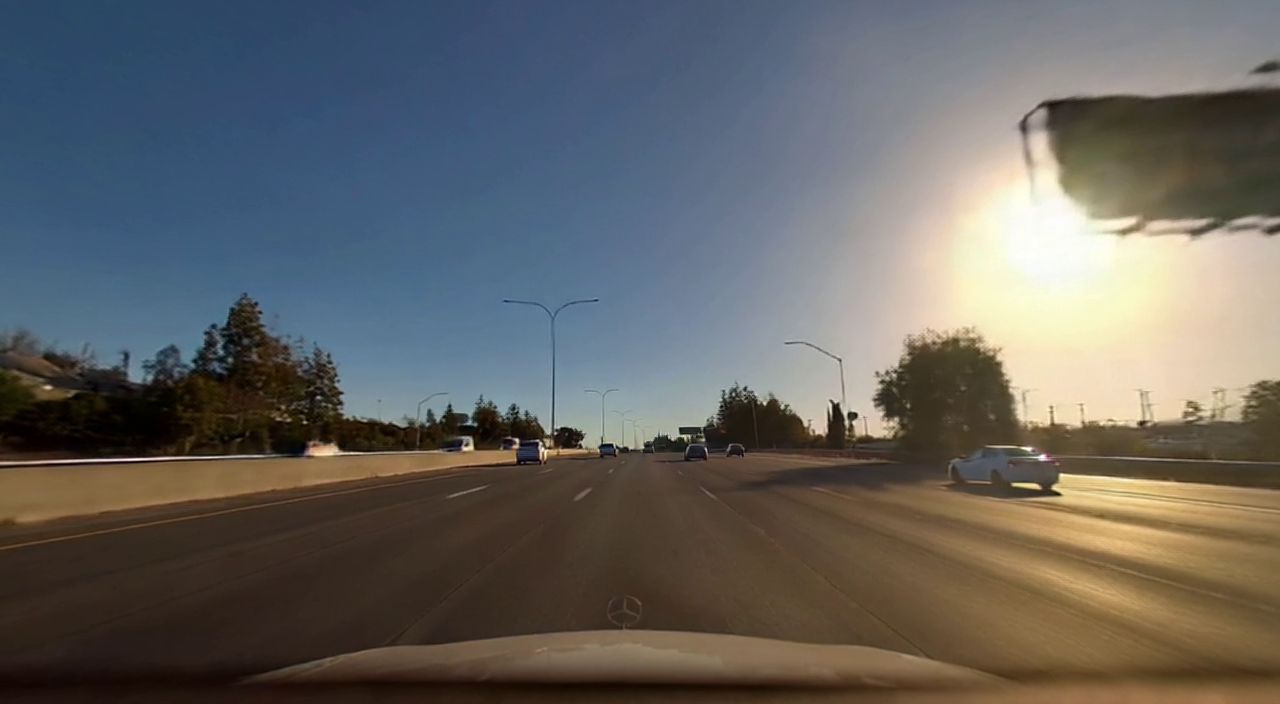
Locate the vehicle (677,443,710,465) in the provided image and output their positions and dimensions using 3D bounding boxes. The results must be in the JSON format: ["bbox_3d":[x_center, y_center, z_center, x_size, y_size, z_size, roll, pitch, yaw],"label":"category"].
[{"bbox_3d":[3.657,7.025,43.242,1.950,1.453,3.378,0,-9,-1],"label":"vehicle"}]

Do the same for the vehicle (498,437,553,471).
[{"bbox_3d":[-6.300,5.664,35.066,2.091,1.746,4.437,0,-9,1],"label":"vehicle"}]

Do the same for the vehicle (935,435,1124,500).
[{"bbox_3d":[10.192,3.043,17.009,1.979,1.467,4.839,0,-9,-1],"label":"vehicle"}]

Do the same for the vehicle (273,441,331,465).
[{"bbox_3d":[-21.187,6.340,39.494,1.650,1.414,3.441,0,-9,1],"label":"vehicle"}]
